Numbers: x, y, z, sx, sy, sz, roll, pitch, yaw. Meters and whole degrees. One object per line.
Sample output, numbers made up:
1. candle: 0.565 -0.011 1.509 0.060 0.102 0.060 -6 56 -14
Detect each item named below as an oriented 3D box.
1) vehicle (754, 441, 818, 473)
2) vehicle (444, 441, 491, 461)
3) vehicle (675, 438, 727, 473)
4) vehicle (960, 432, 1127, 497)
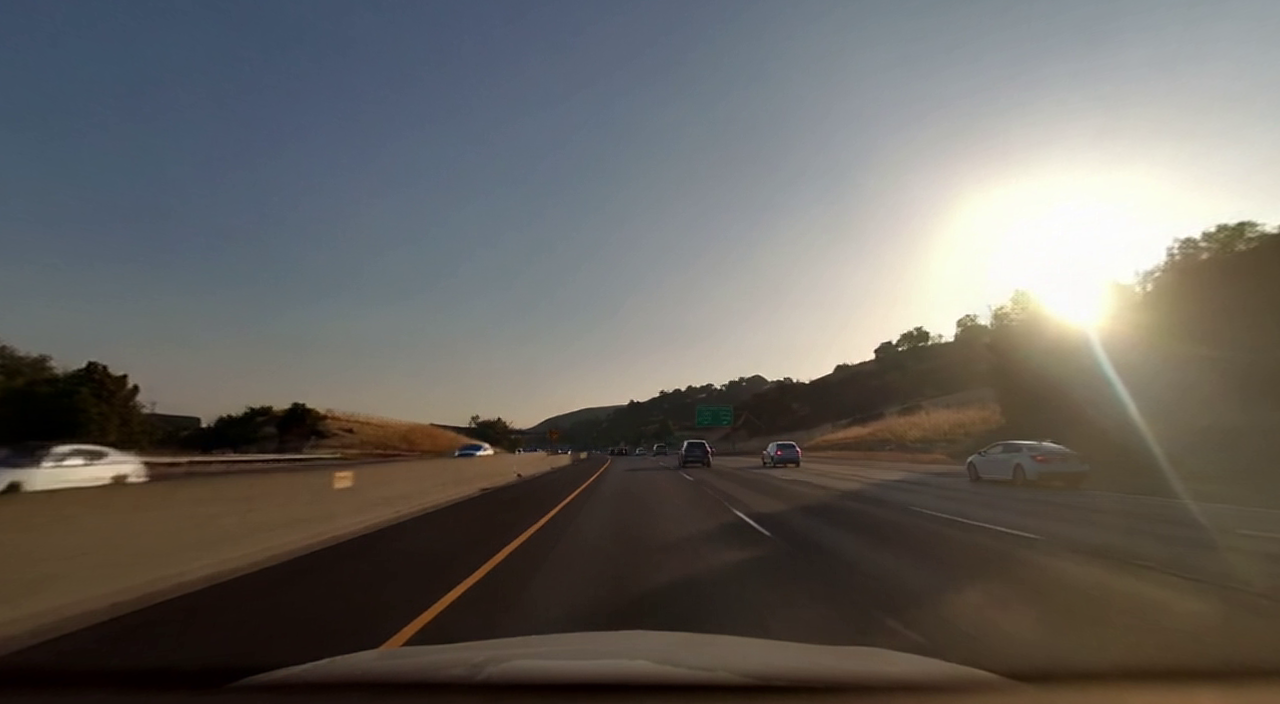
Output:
1. vehicle: 6.977 5.073 30.682 1.952 1.442 4.259 0 -8 -2
2. vehicle: -10.917 6.300 40.270 1.866 1.163 3.756 0 -8 2
3. vehicle: 2.927 5.115 31.409 1.977 1.601 4.598 0 -8 -2
4. vehicle: 10.936 3.067 17.554 1.844 1.560 4.085 0 -8 -1
